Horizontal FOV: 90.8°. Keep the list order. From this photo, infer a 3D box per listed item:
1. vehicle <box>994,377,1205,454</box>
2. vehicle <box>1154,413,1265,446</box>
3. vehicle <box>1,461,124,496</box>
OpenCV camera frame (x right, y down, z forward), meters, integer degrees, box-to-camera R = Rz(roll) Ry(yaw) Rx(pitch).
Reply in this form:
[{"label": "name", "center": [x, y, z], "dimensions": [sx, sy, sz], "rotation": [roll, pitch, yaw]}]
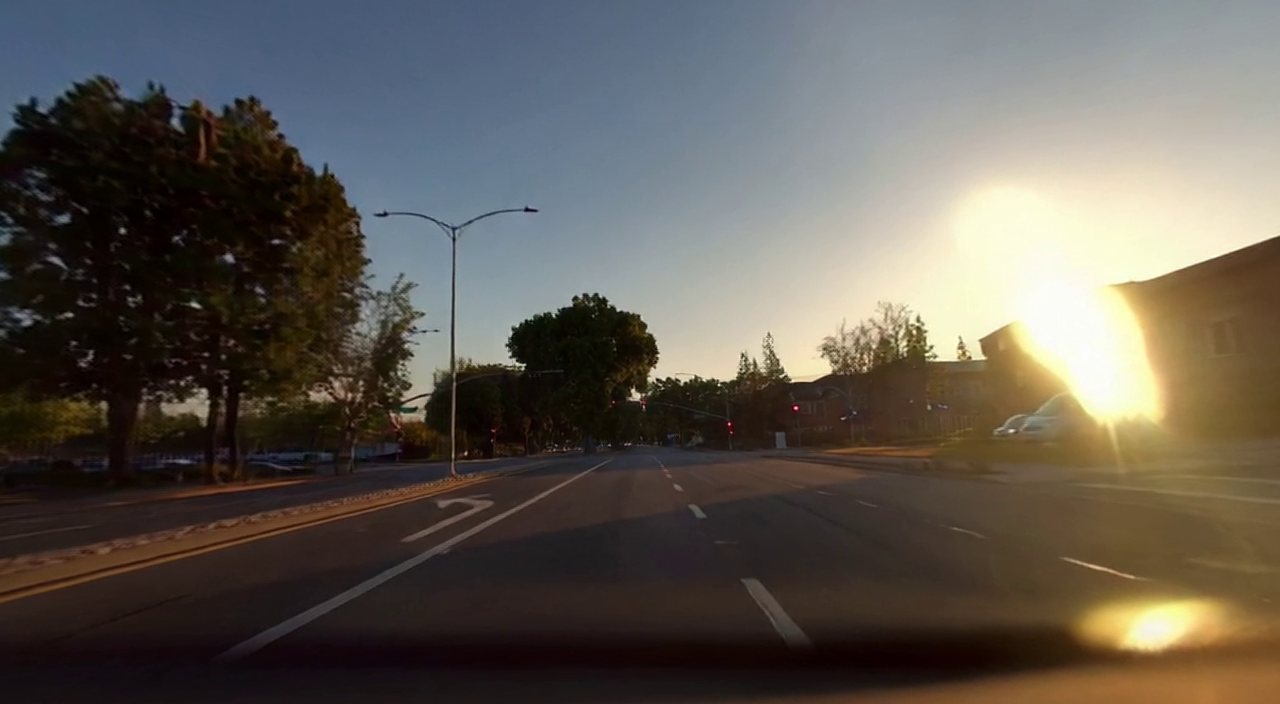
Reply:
[{"label": "vehicle", "center": [20.724, 2.953, 28.857], "dimensions": [7.304, 3.335, 2.869], "rotation": [0, -8, -2]}, {"label": "vehicle", "center": [33.018, 4.576, 36.870], "dimensions": [1.990, 1.708, 4.629], "rotation": [-1, -9, -3]}, {"label": "vehicle", "center": [-29.979, 6.568, 32.907], "dimensions": [4.396, 1.633, 2.000], "rotation": [0, -8, 0]}]
